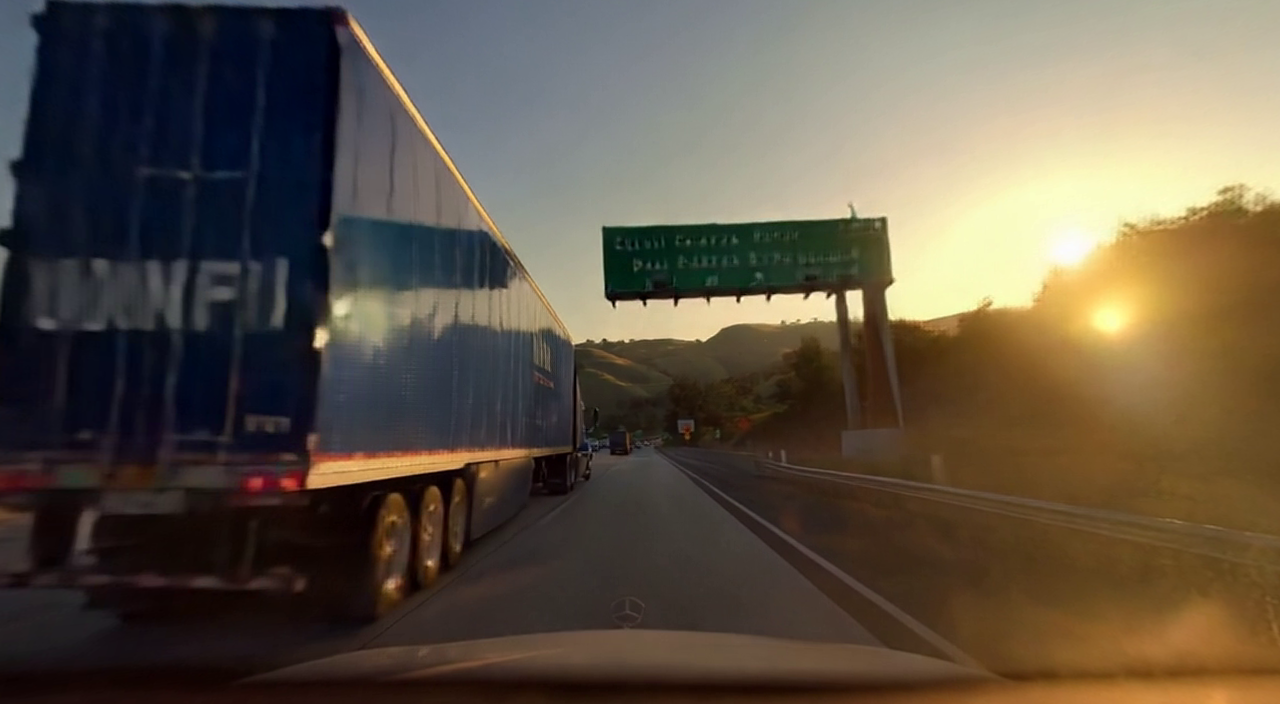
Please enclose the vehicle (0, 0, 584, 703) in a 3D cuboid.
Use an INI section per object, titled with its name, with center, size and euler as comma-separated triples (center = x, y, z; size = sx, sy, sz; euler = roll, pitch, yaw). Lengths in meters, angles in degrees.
[vehicle]
center = -3.249, 0.688, 10.260
size = 3.202, 4.352, 16.251
euler = 0, -8, 0
